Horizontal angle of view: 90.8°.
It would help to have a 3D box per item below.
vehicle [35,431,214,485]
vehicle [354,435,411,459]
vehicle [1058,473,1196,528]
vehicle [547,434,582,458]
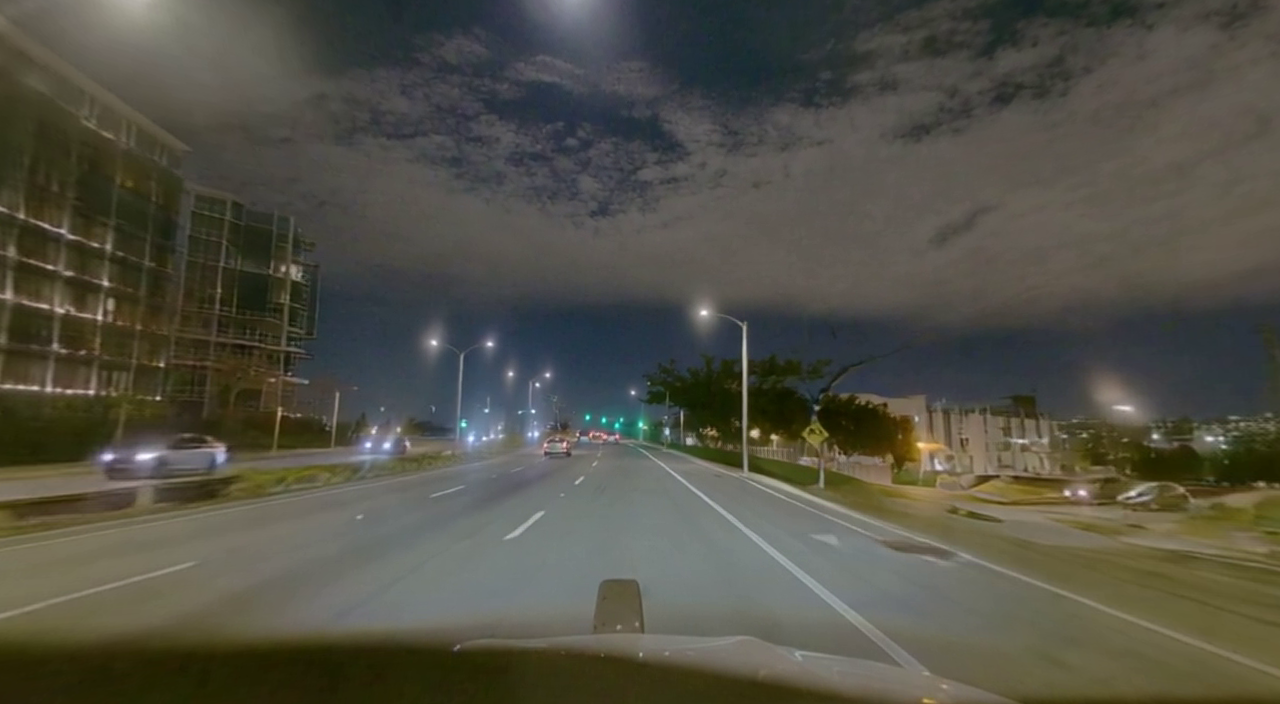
[{"bbox_3d":[-18.398,3.808,22.969,2.286,1.743,4.869,-1,-8,2],"label":"vehicle"},{"bbox_3d":[-18.139,6.713,44.765,2.079,1.560,4.702,0,-8,0],"label":"vehicle"},{"bbox_3d":[23.138,7.136,30.208,4.619,1.807,2.224,7,-19,3],"label":"vehicle"},{"bbox_3d":[-5.075,6.385,42.932,2.025,1.474,4.292,0,-9,-2],"label":"vehicle"}]
